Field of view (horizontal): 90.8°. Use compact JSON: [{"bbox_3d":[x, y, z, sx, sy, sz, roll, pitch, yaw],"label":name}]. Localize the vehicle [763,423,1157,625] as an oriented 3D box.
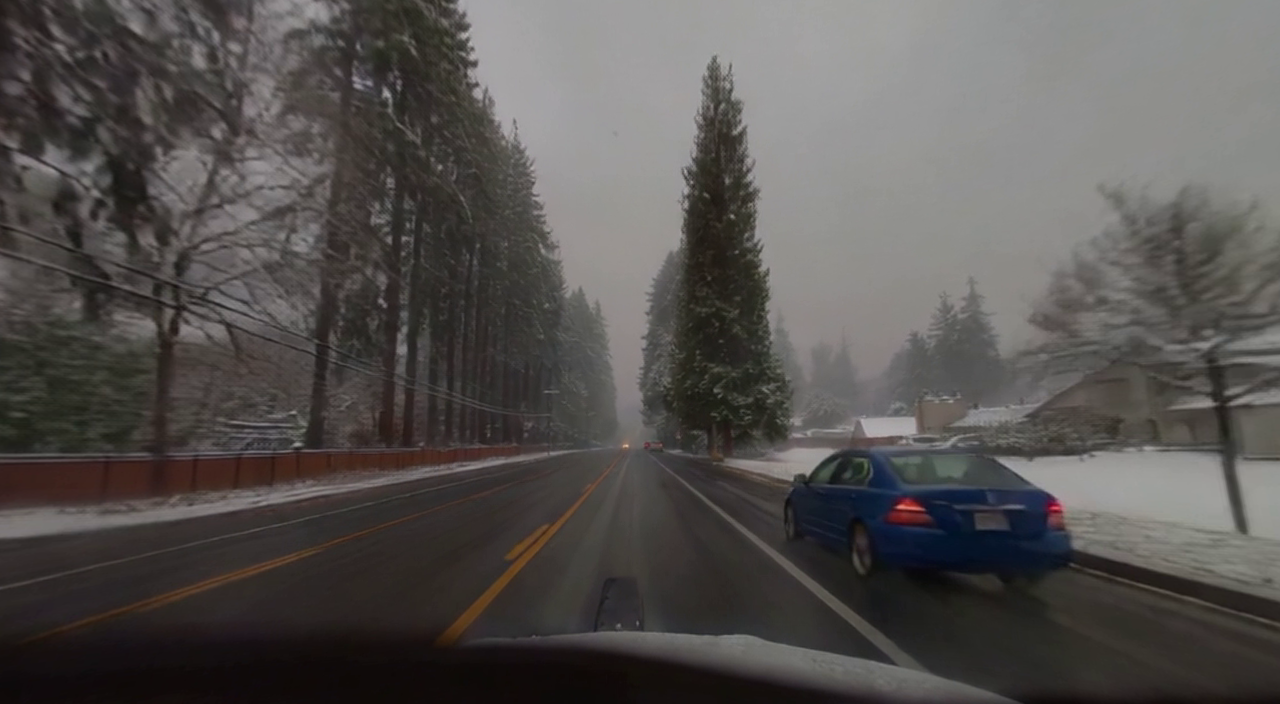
[{"bbox_3d":[2.795,1.594,6.828,1.991,1.476,4.153,1,-9,-1],"label":"vehicle"}]
